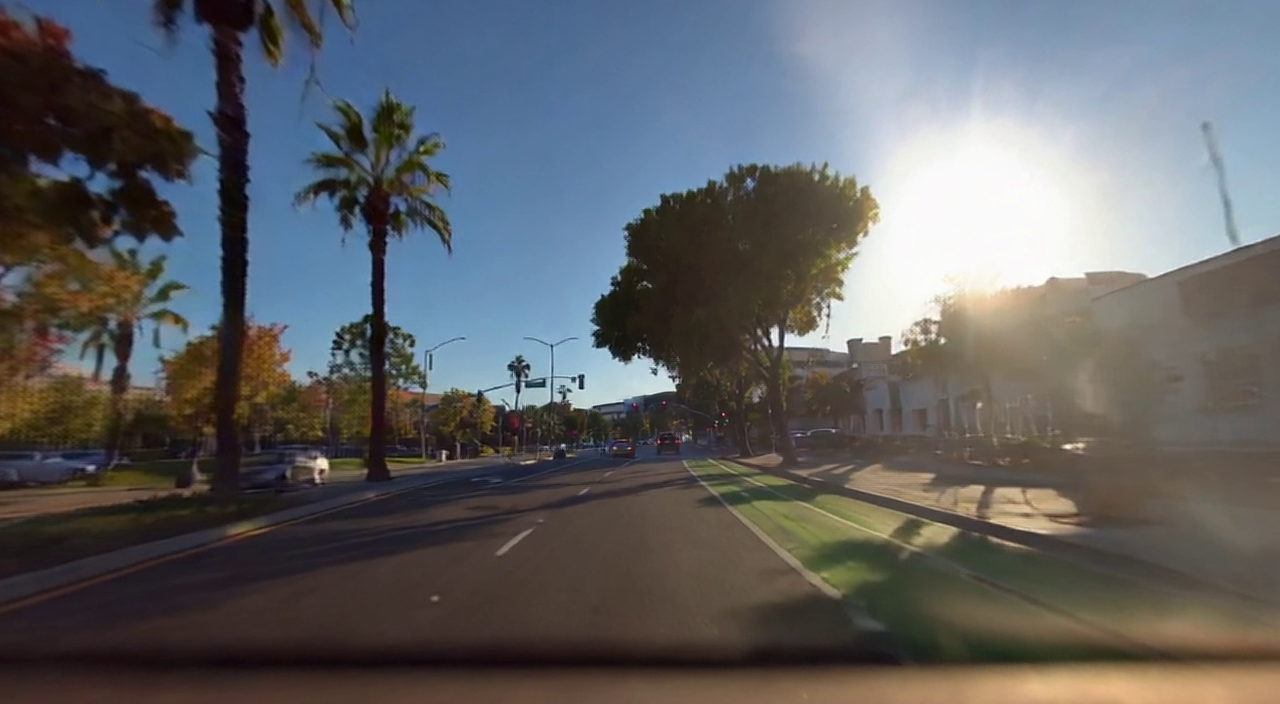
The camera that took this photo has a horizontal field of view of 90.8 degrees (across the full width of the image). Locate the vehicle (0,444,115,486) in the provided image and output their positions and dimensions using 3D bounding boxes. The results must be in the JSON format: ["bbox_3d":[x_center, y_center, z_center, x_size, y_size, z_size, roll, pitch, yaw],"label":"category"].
[{"bbox_3d":[-29.672,5.473,30.829,5.940,1.904,2.360,0,-8,2],"label":"vehicle"}]

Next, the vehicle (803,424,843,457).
[{"bbox_3d":[13.150,6.398,45.689,1.996,2.172,5.298,-2,-8,8],"label":"vehicle"}]

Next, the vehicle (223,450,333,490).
[{"bbox_3d":[-17.811,5.793,31.505,2.178,1.779,5.406,-1,-8,2],"label":"vehicle"}]
